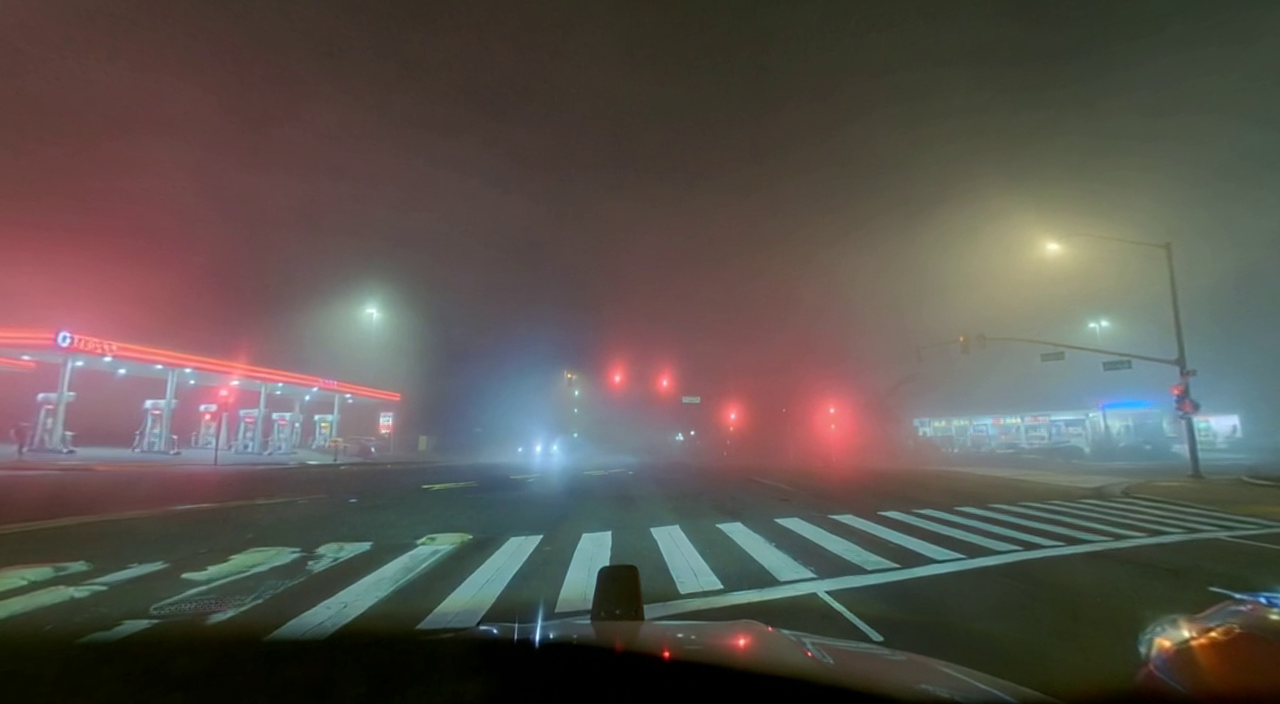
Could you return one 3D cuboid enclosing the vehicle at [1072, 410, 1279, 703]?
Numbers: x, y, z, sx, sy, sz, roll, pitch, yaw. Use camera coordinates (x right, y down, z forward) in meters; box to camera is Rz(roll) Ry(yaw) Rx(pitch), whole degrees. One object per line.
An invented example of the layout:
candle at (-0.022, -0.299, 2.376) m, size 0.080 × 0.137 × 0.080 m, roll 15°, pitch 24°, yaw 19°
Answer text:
vehicle at (3.312, 0.749, 1.035) m, size 2.023 × 1.437 × 4.477 m, roll 0°, pitch -8°, yaw 0°
